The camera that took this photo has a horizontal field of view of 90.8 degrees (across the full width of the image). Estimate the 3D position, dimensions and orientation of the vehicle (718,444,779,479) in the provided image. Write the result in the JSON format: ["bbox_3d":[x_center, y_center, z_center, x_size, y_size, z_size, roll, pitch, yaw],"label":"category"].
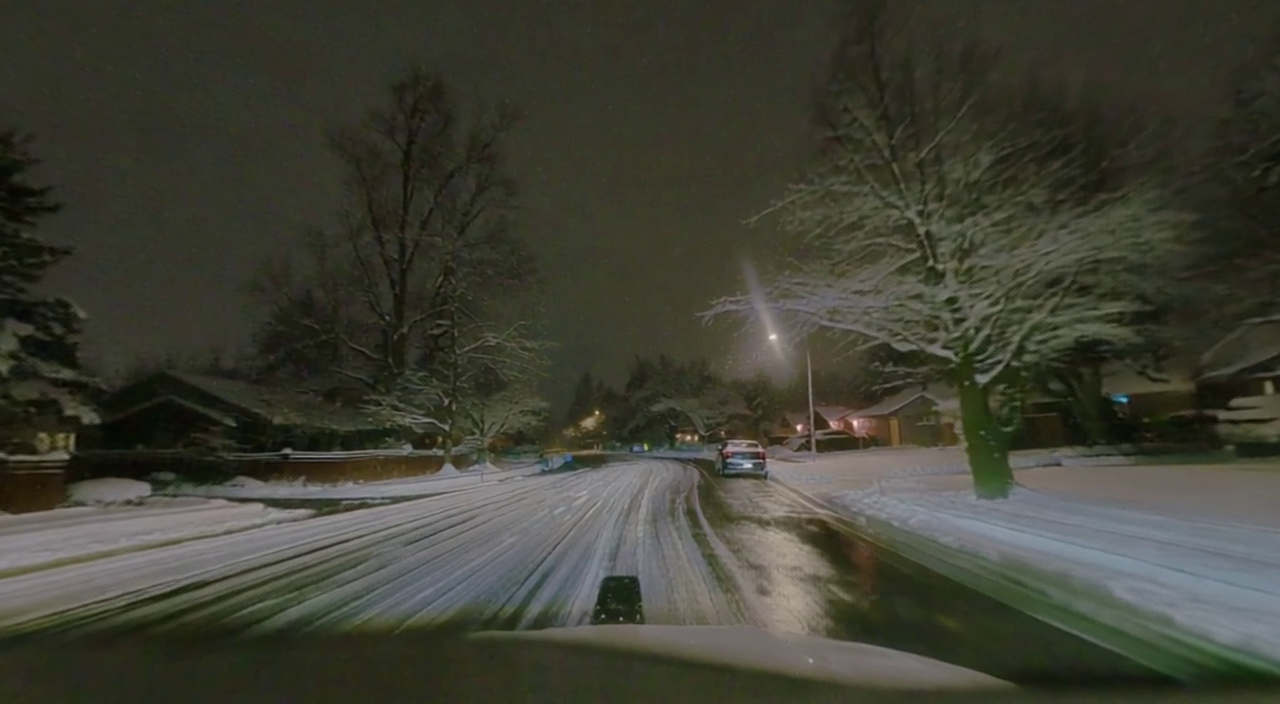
[{"bbox_3d":[5.081,5.212,30.320,2.088,1.522,4.449,0,-9,0],"label":"vehicle"}]

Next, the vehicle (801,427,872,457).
[{"bbox_3d":[14.298,6.580,46.089,4.421,1.703,1.927,-5,-8,-5],"label":"vehicle"}]
